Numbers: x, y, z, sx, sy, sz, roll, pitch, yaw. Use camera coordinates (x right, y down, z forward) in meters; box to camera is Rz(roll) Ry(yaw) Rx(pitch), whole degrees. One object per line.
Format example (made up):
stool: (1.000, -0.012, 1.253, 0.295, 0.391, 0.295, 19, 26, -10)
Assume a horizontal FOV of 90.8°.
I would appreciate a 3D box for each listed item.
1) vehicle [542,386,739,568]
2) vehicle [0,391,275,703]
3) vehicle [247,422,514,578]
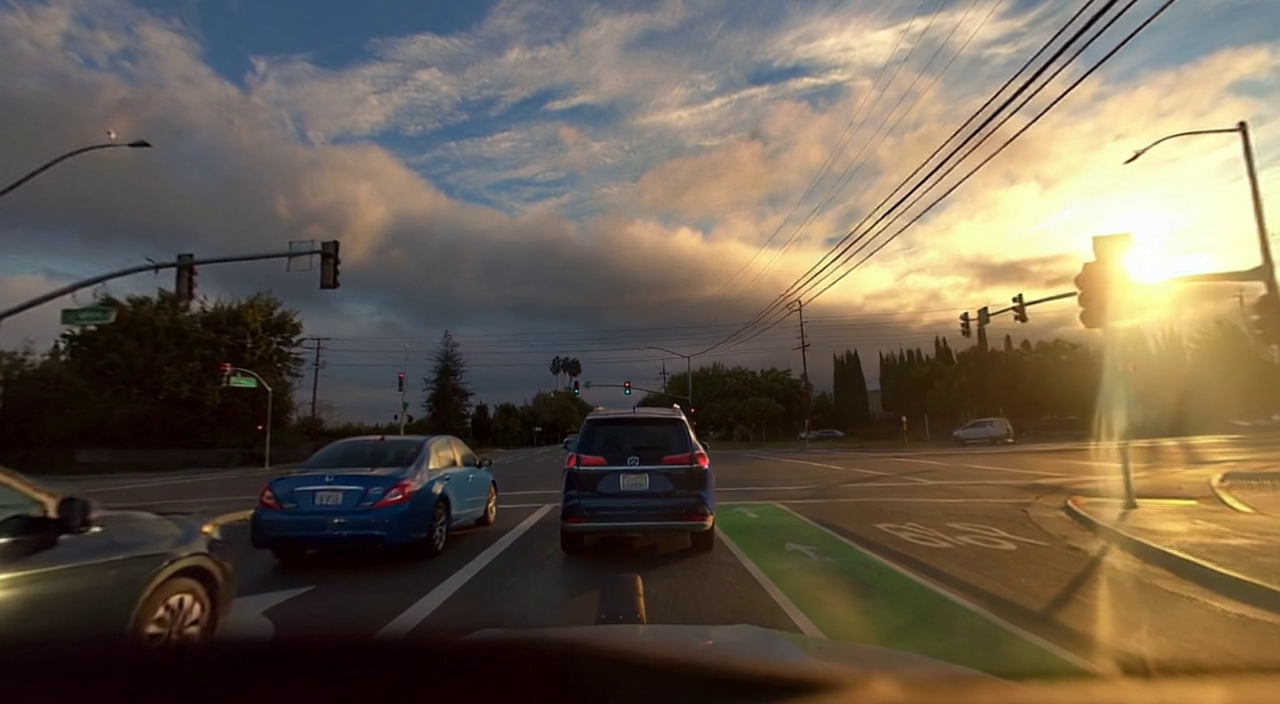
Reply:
vehicle: (-0.035, 1.715, 9.228, 2.036, 1.885, 5.196, 0, -9, -1)
vehicle: (-3.480, 0.775, 1.464, 2.138, 1.488, 5.327, 0, -7, -1)
vehicle: (-2.925, 1.758, 8.156, 1.726, 1.506, 3.840, 0, -9, 1)
